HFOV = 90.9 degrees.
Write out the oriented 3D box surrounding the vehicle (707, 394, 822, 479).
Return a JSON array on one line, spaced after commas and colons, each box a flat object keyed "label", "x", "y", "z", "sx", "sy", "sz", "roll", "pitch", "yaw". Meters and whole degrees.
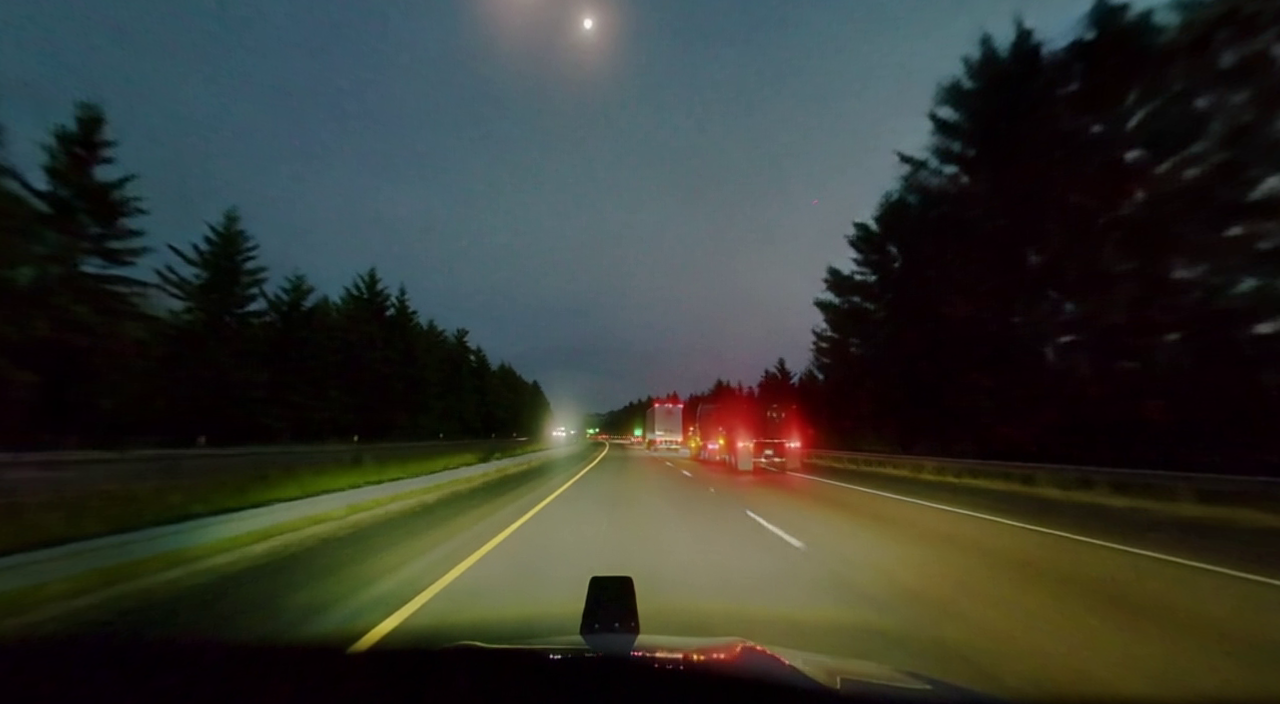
[{"label": "vehicle", "x": 4.364, "y": 3.146, "z": 23.568, "sx": 2.741, "sy": 2.716, "sz": 6.323, "roll": 0, "pitch": -8, "yaw": -2}]
